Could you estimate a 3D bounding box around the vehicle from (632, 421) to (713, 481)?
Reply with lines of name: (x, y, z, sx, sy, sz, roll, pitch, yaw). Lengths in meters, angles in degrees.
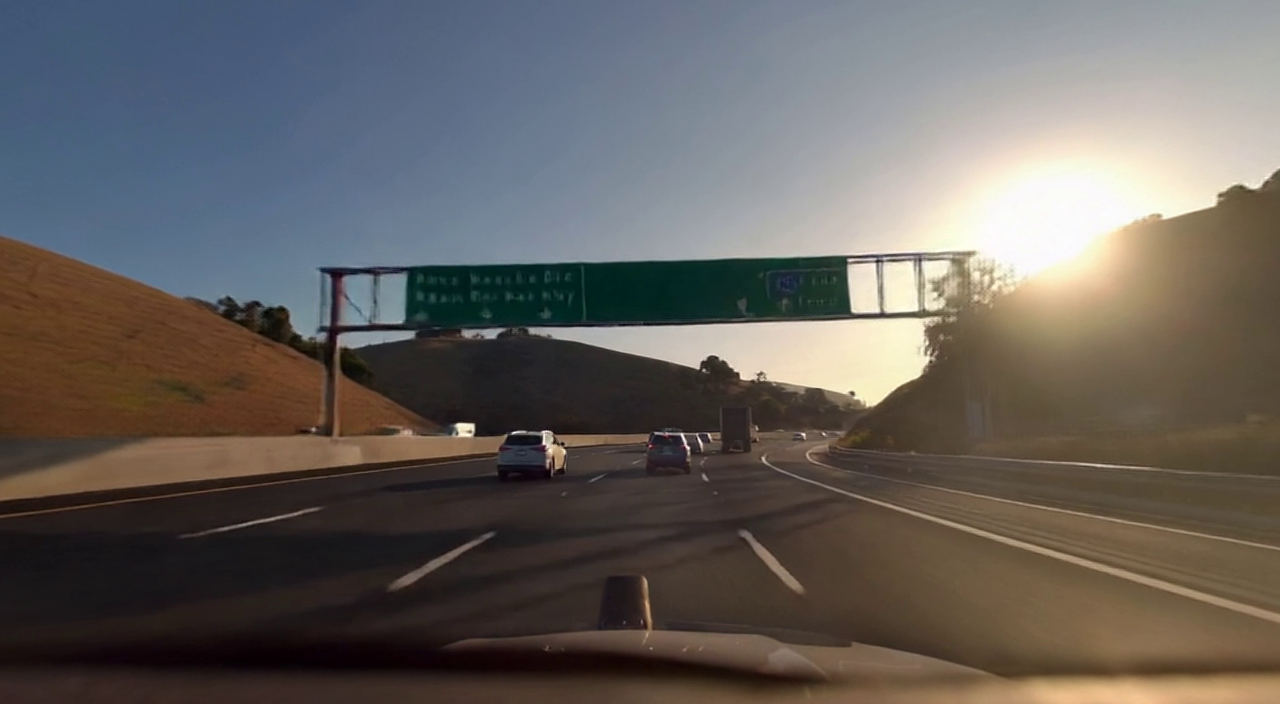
vehicle: (1.136, 3.366, 21.662, 2.484, 1.820, 4.497, -1, -8, 4)

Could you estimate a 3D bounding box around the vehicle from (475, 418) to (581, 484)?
vehicle: (-3.148, 2.925, 18.766, 2.077, 1.712, 4.406, -1, -8, 4)

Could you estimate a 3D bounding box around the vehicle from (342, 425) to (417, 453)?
vehicle: (-15.669, 5.293, 38.233, 2.243, 1.558, 4.619, -1, -8, 6)
